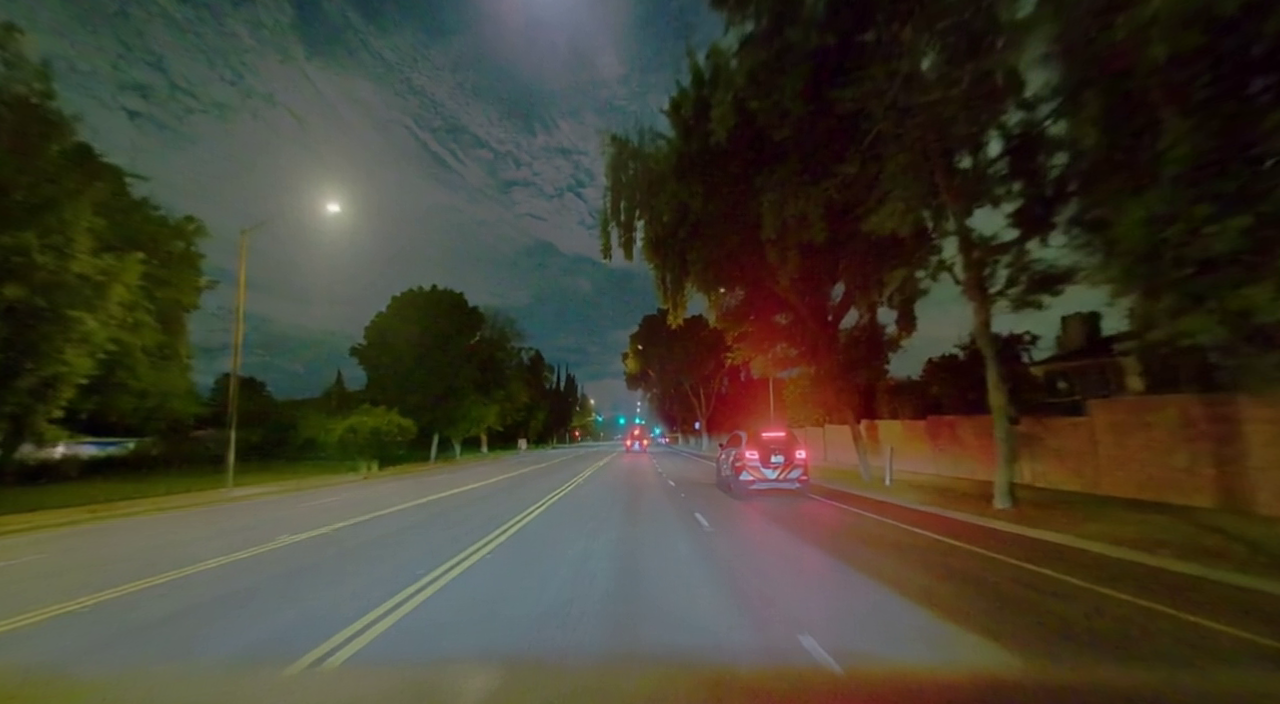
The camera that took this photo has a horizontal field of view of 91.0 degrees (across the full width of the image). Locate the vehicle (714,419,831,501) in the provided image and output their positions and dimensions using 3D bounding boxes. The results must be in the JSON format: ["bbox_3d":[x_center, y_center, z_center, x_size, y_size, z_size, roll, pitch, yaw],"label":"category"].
[{"bbox_3d":[3.029,2.575,15.357,1.840,1.709,4.202,0,-8,-2],"label":"vehicle"}]
